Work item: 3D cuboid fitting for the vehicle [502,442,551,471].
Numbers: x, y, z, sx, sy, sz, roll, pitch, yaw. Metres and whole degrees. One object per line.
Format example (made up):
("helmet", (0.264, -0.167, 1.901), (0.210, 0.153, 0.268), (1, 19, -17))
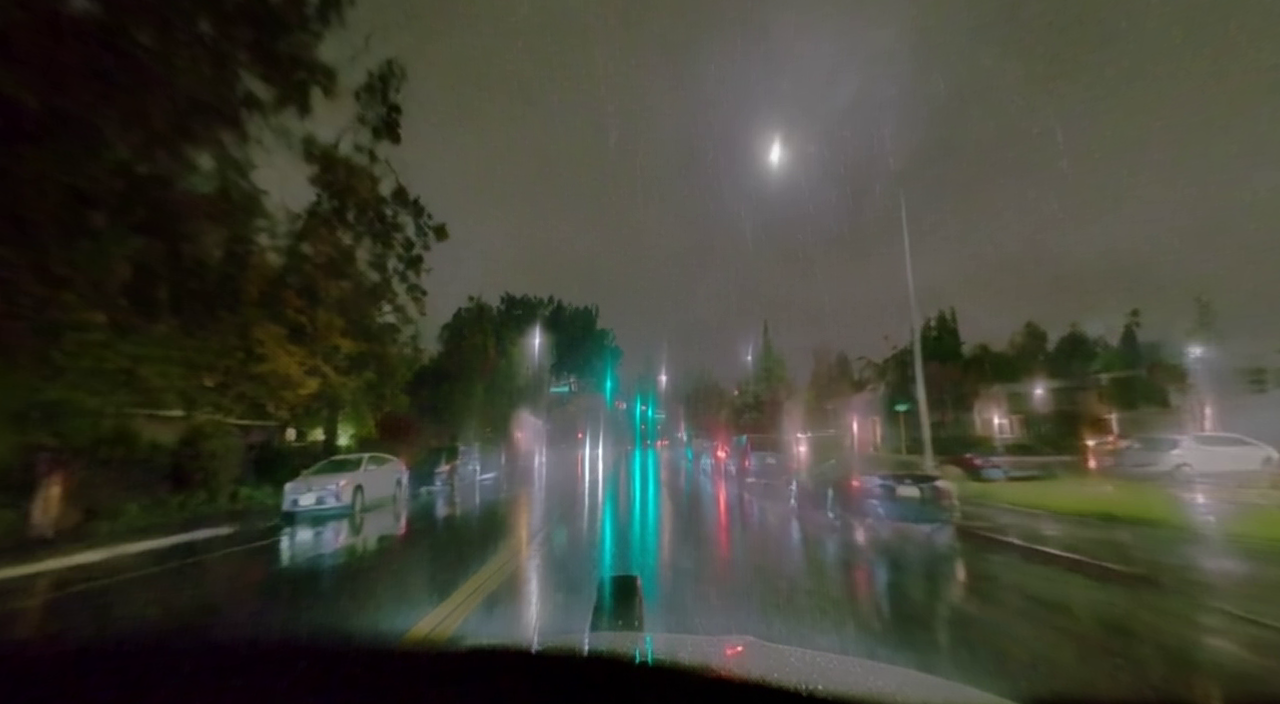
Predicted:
("vehicle", (-7.320, 6.804, 41.125), (2.150, 1.766, 5.483), (-1, -9, 1))

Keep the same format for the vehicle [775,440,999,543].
("vehicle", (3.923, 2.276, 10.987), (2.036, 1.405, 4.312), (0, -9, -2))

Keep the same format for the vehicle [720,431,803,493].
("vehicle", (3.902, 3.594, 20.917), (1.908, 1.788, 4.397), (0, -8, 0))

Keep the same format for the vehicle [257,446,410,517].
("vehicle", (-7.493, 3.164, 15.860), (1.976, 1.554, 3.654), (0, -9, 0))

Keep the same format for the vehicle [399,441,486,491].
("vehicle", (-7.533, 4.375, 24.478), (1.994, 1.718, 4.518), (0, -9, -1))

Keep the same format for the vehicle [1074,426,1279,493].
("vehicle", (12.919, 2.546, 14.987), (3.735, 1.454, 1.772), (-1, -9, 6))
